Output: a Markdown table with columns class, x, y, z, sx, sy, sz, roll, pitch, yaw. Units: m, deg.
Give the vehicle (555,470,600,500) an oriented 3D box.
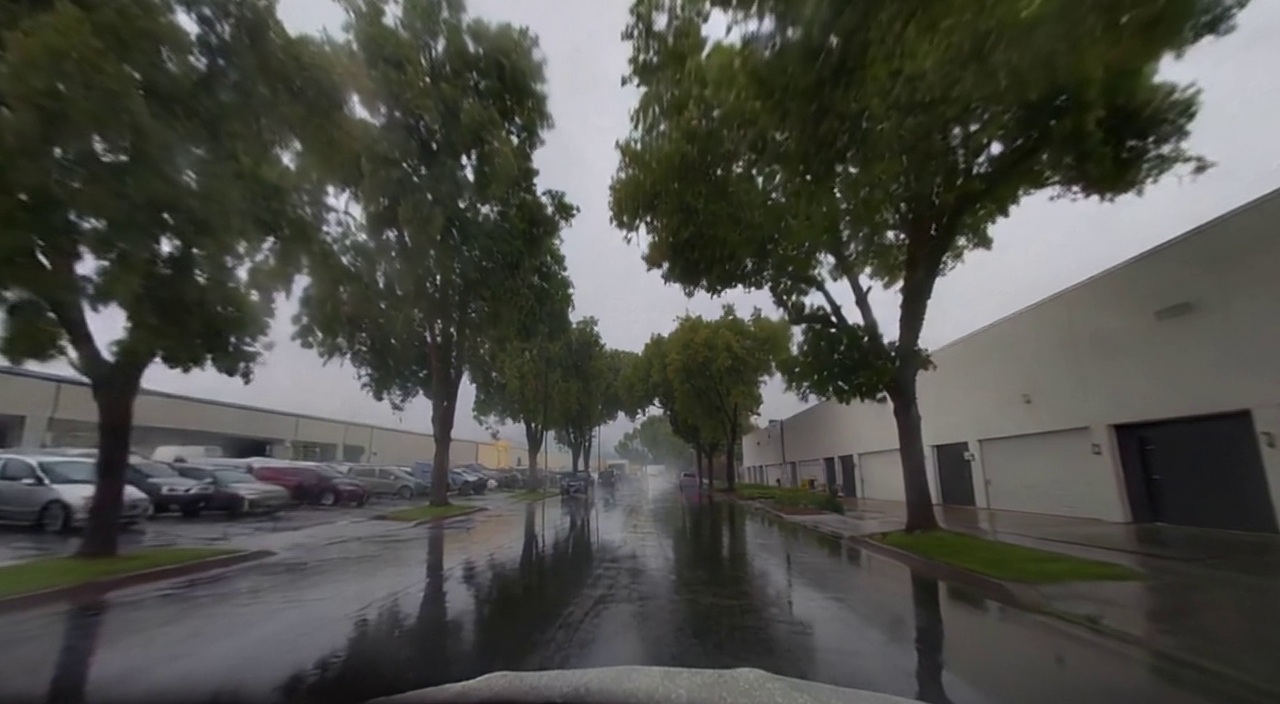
| class | x | y | z | sx | sy | sz | roll | pitch | yaw |
| --- | --- | --- | --- | --- | --- | --- | --- | --- | --- |
| vehicle | -3.556 | 7.679 | 36.634 | 1.927 | 1.580 | 4.556 | -1 | -10 | 3 |
